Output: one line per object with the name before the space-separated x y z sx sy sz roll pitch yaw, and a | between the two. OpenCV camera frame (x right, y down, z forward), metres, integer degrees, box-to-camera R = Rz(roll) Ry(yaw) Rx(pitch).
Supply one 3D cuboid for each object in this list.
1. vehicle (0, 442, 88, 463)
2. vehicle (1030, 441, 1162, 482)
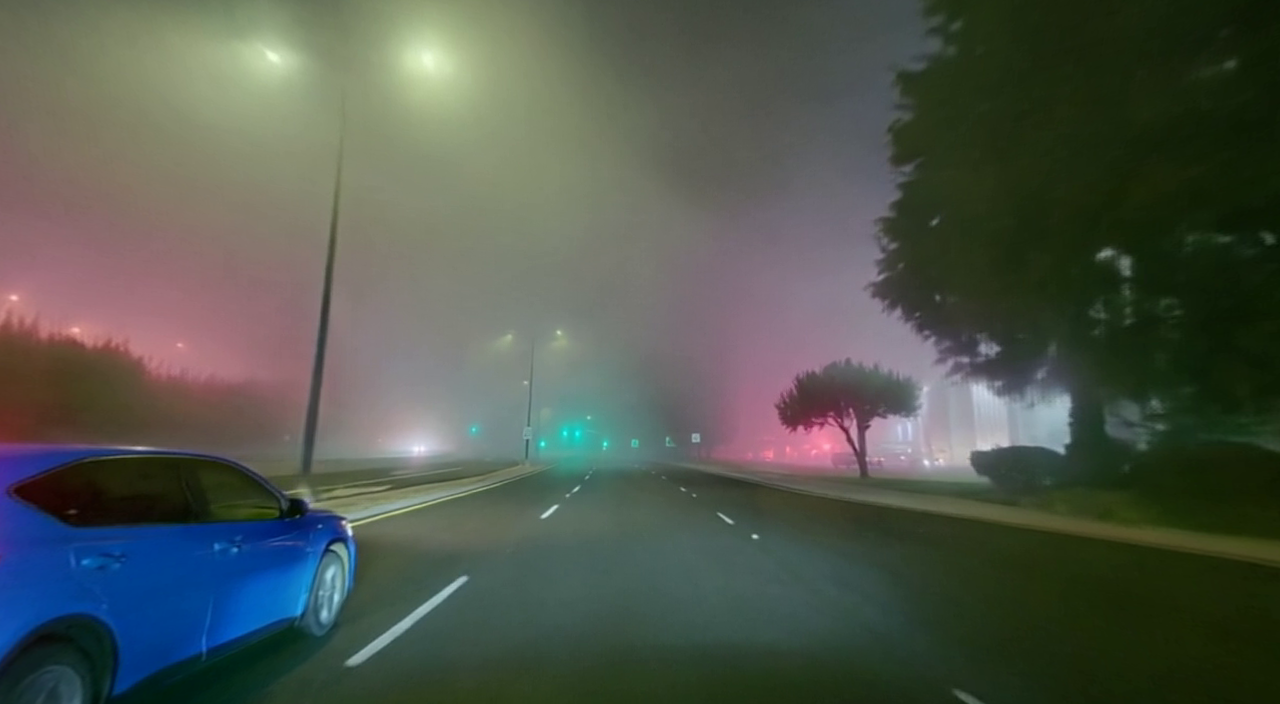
vehicle | -38.627 6.484 40.695 4.162 1.246 1.739 3 -9 -23
vehicle | 31.771 7.608 44.412 2.649 2.623 6.928 6 -10 -26
